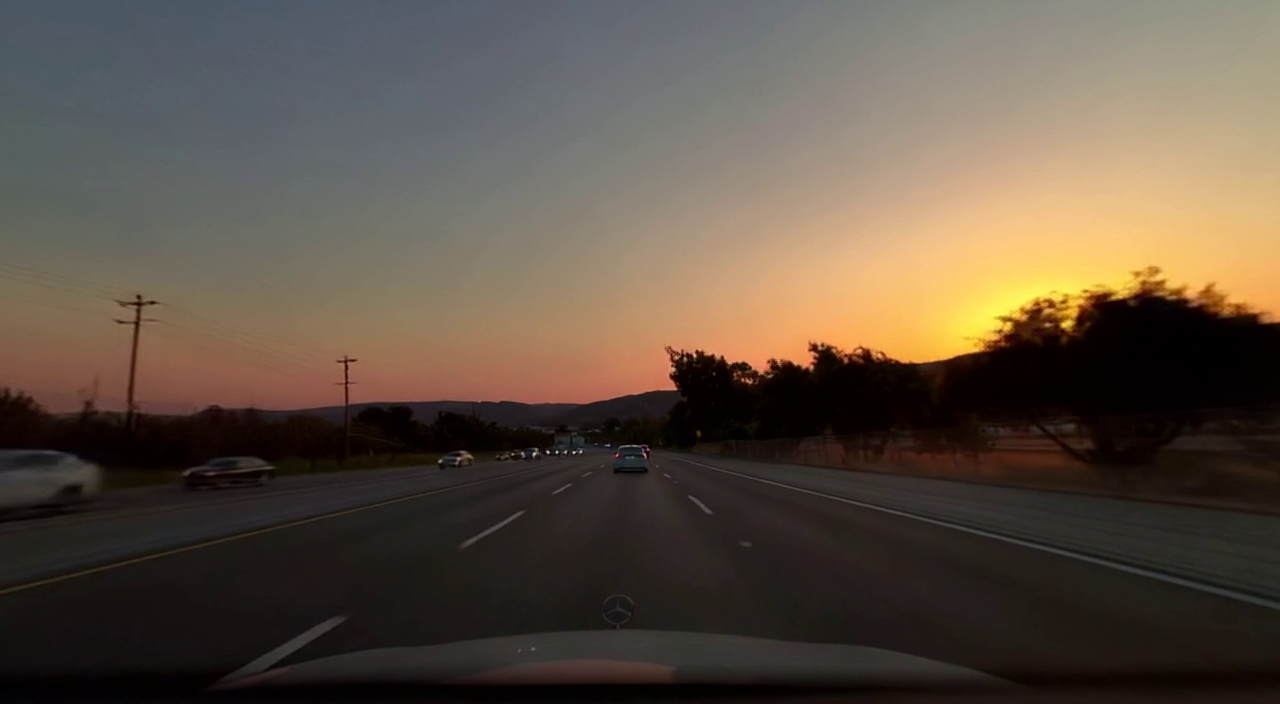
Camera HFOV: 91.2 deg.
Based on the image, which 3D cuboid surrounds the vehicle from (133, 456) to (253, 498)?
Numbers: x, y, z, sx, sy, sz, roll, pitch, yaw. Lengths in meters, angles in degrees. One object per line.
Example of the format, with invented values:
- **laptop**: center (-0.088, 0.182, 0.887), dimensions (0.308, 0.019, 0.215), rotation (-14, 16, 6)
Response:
- **vehicle**: center (-17.982, 5.009, 25.506), dimensions (1.838, 1.507, 4.135), rotation (0, -9, -1)

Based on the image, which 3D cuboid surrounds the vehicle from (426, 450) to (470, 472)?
- **vehicle**: center (-13.897, 7.881, 45.640), dimensions (1.896, 1.509, 4.060), rotation (0, -9, 0)

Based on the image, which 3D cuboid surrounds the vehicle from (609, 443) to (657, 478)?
- **vehicle**: center (-0.333, 5.138, 29.891), dimensions (2.095, 1.537, 4.017), rotation (0, -9, -1)
